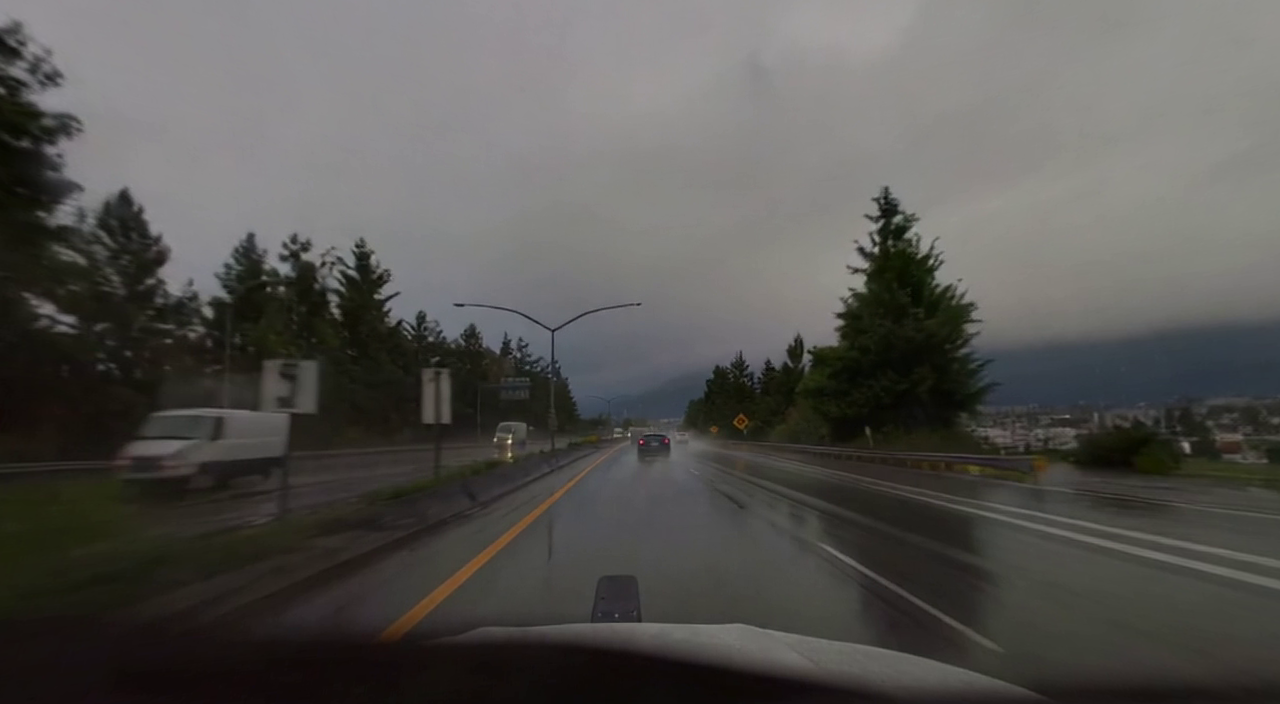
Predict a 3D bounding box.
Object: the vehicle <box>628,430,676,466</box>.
[{"bbox_3d":[0.471,4.441,29.256,2.046,1.526,3.903,0,-8,-2],"label":"vehicle"}]
